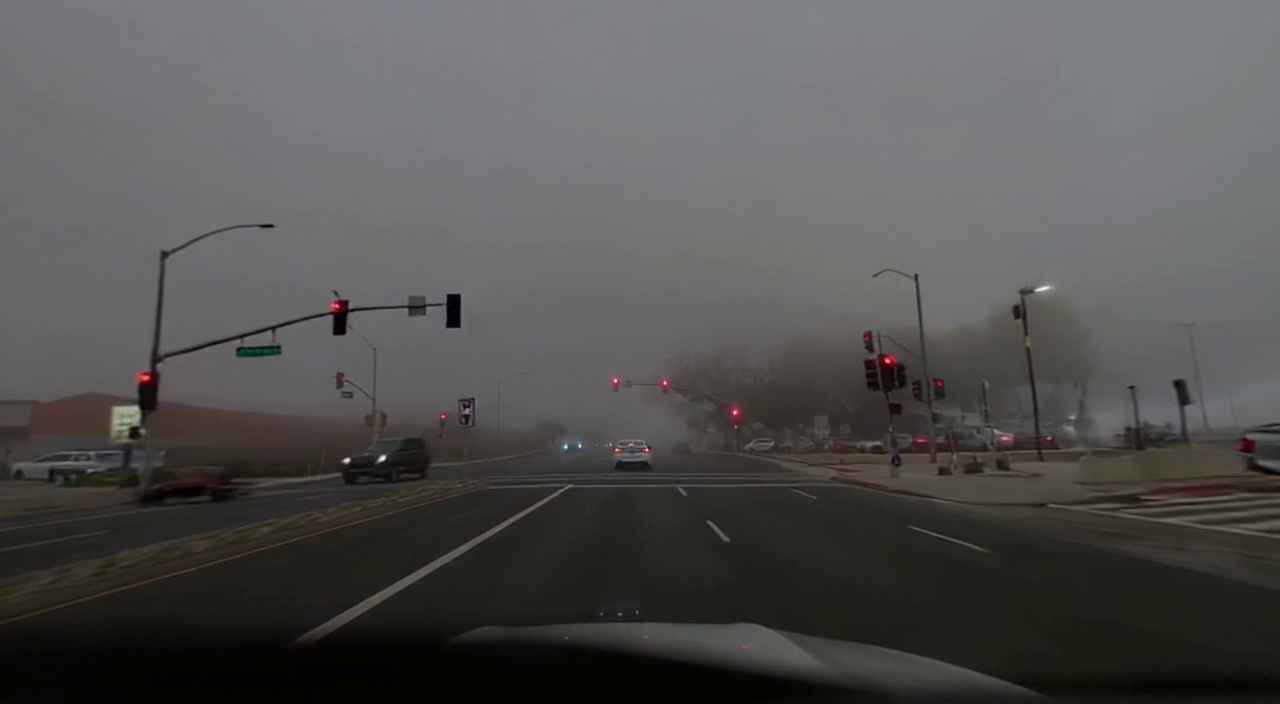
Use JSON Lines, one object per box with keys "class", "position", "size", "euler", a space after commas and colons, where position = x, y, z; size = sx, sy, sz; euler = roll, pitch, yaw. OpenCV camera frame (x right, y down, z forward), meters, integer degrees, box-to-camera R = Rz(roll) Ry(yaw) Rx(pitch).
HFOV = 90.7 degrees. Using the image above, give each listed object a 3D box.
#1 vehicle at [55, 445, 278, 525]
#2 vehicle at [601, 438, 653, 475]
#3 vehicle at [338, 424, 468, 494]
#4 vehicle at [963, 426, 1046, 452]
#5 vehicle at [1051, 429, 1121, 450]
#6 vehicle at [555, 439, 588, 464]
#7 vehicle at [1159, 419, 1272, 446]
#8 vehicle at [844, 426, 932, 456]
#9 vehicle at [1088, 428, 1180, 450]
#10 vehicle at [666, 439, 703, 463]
{"class": "vehicle", "position": [-11.697, 3.261, 16.240], "size": [2.039, 1.630, 4.878], "euler": [1, -8, -2]}
{"class": "vehicle", "position": [-0.580, 4.652, 28.421], "size": [2.160, 1.508, 4.319], "euler": [0, -9, -1]}
{"class": "vehicle", "position": [-8.568, 3.946, 23.754], "size": [2.440, 2.225, 6.346], "euler": [0, -9, -1]}
{"class": "vehicle", "position": [25.045, 6.016, 43.612], "size": [4.473, 1.751, 1.909], "euler": [0, -9, -1]}
{"class": "vehicle", "position": [33.162, 6.521, 47.084], "size": [3.696, 1.532, 1.927], "euler": [0, -9, -2]}
{"class": "vehicle", "position": [-5.309, 7.715, 49.464], "size": [2.032, 1.747, 4.479], "euler": [-2, -8, 0]}
{"class": "vehicle", "position": [43.042, 6.060, 47.416], "size": [6.181, 1.903, 2.214], "euler": [0, -9, -1]}
{"class": "vehicle", "position": [17.095, 6.182, 43.822], "size": [5.173, 1.976, 2.223], "euler": [0, -9, 0]}
{"class": "vehicle", "position": [34.121, 6.040, 43.784], "size": [4.668, 1.469, 1.963], "euler": [0, -9, -1]}
{"class": "vehicle", "position": [2.996, 6.753, 43.217], "size": [2.060, 1.471, 4.168], "euler": [0, -9, -2]}
